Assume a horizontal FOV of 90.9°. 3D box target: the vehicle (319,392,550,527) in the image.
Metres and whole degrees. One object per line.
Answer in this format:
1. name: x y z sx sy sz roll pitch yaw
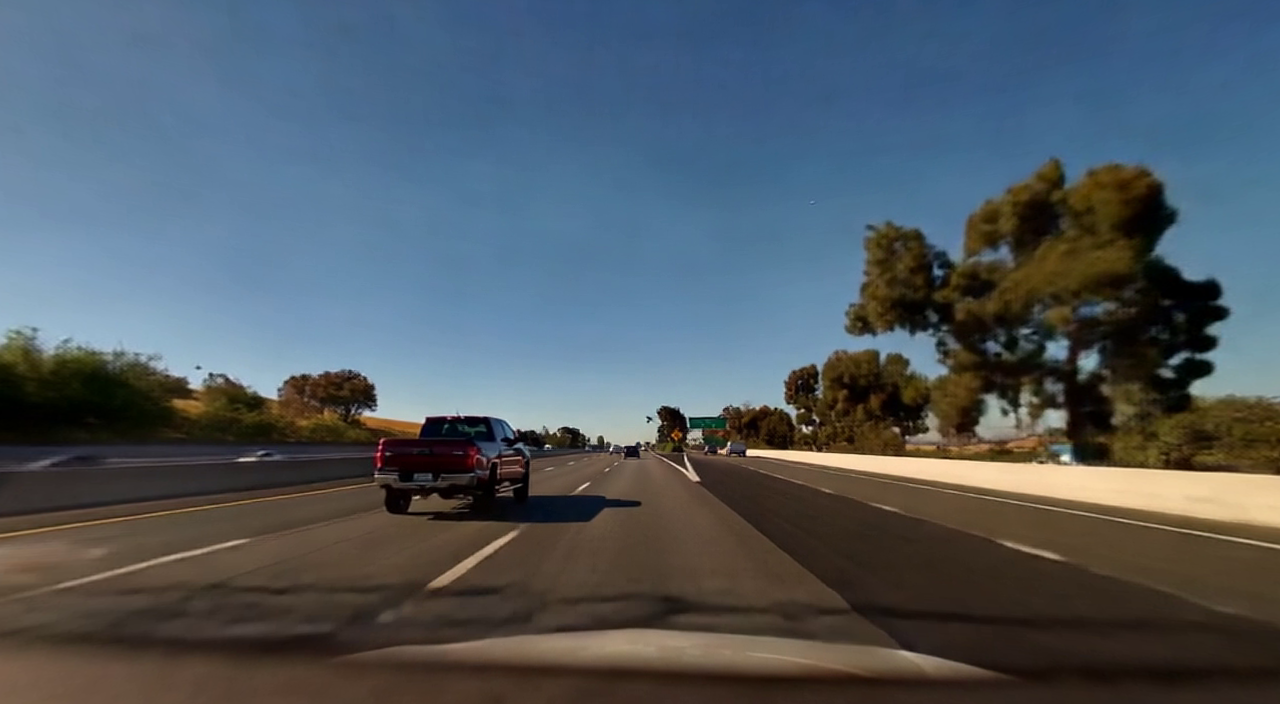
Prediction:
1. vehicle: -3.615 2.104 12.847 2.601 2.084 6.068 0 -8 0
